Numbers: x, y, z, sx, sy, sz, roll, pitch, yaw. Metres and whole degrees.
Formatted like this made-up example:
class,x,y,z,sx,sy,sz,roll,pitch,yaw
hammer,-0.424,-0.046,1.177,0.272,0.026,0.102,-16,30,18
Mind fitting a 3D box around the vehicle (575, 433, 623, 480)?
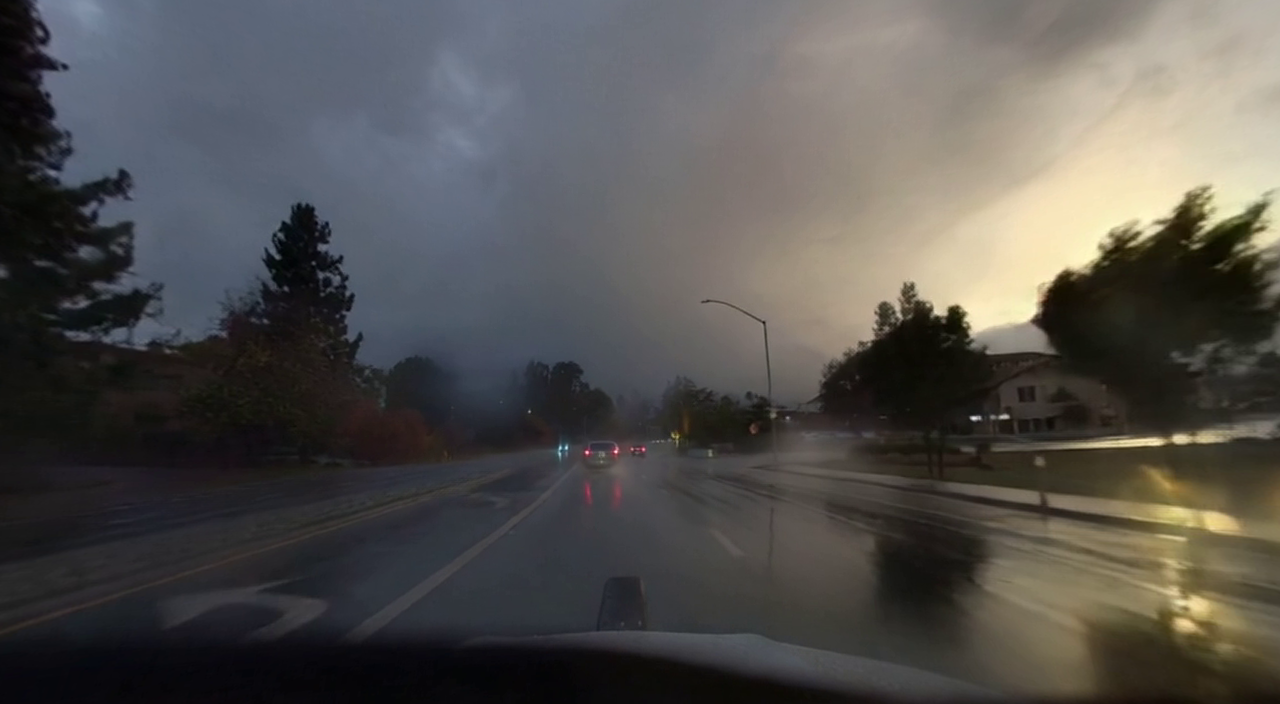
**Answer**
class,x,y,z,sx,sy,sz,roll,pitch,yaw
vehicle,-1.950,4.857,29.362,2.072,2.002,4.391,1,-9,-4
